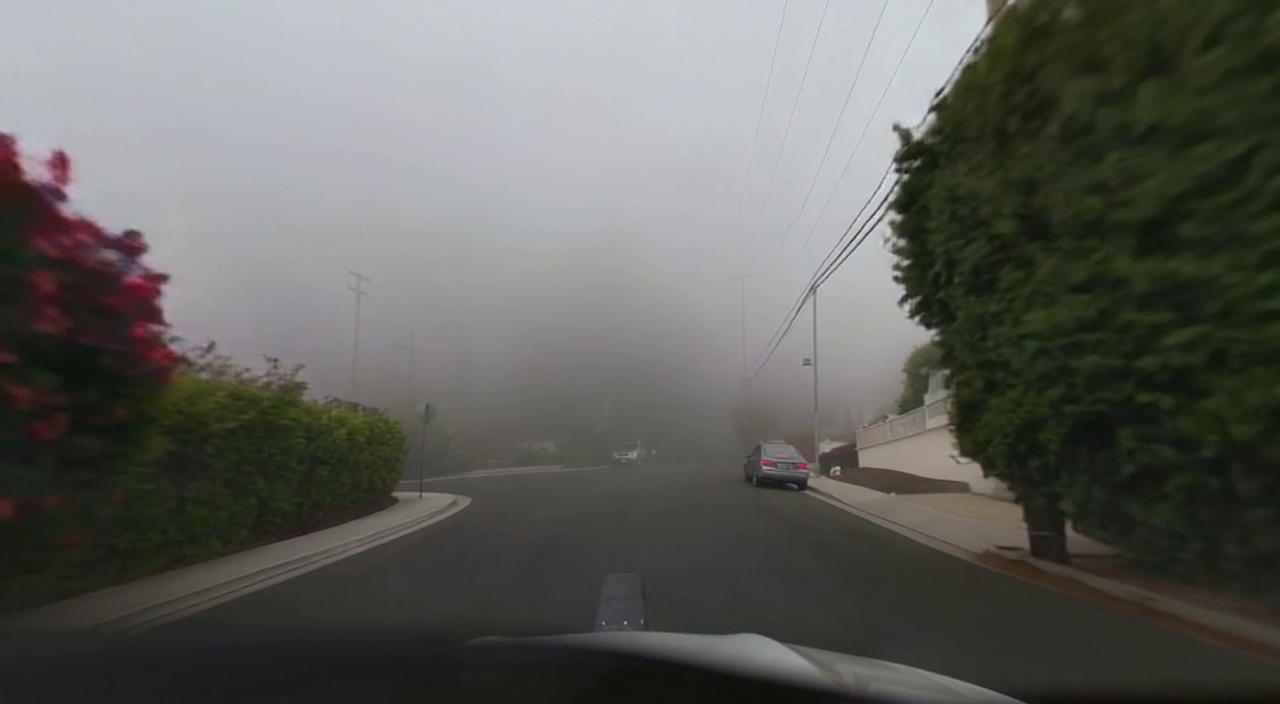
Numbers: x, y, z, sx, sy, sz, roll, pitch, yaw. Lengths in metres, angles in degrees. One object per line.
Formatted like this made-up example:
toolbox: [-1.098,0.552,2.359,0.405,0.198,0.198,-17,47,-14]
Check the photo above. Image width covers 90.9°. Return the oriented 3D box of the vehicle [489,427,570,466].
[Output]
vehicle: [-8.321,7.127,47.600,5.828,2.818,2.231,2,-9,-12]

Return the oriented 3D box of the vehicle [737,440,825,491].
vehicle: [4.567,3.749,21.272,2.151,1.468,5.066,-1,-8,4]

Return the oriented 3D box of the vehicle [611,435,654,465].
vehicle: [-0.428,6.862,44.178,2.463,1.951,5.794,-1,-8,5]
